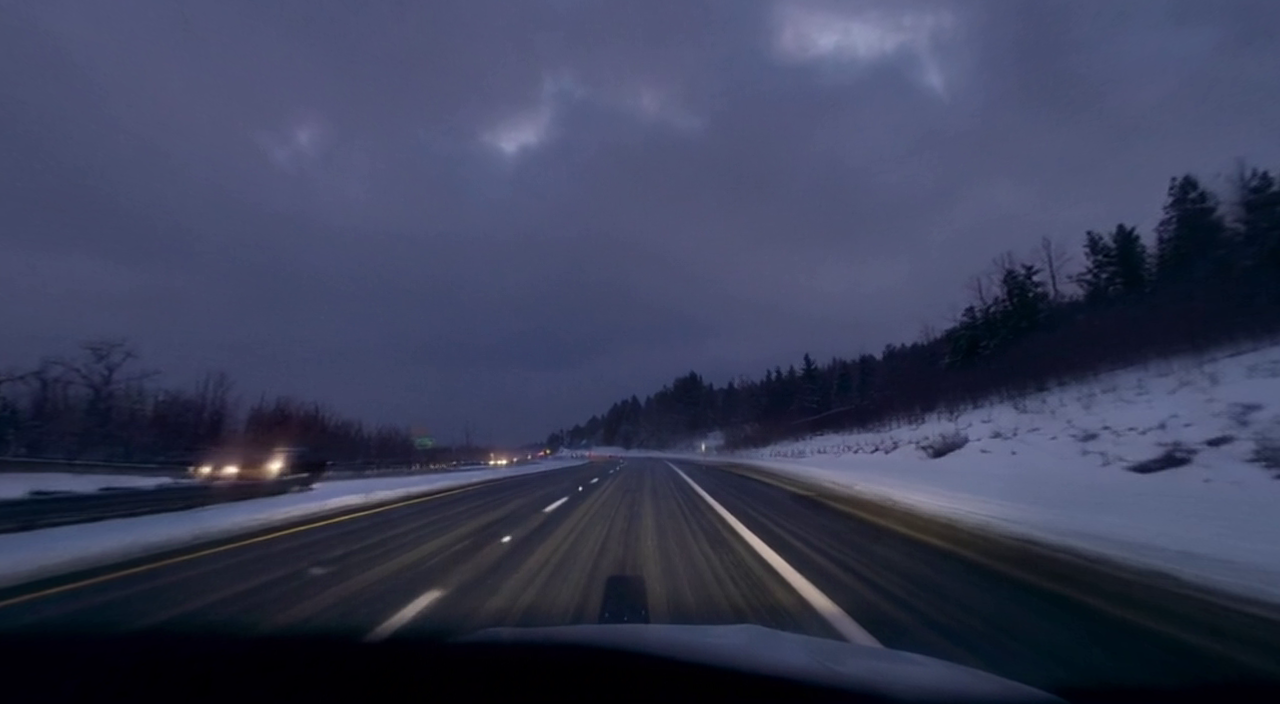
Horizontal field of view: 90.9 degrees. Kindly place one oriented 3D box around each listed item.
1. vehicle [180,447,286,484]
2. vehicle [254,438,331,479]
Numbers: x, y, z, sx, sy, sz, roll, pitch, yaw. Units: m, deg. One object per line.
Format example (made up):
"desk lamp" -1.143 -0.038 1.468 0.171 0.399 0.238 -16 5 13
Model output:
"vehicle" -23.002 6.393 35.996 2.239 1.889 5.569 -1 -9 0
"vehicle" -22.913 7.030 41.830 2.377 2.520 4.471 -1 -9 1
